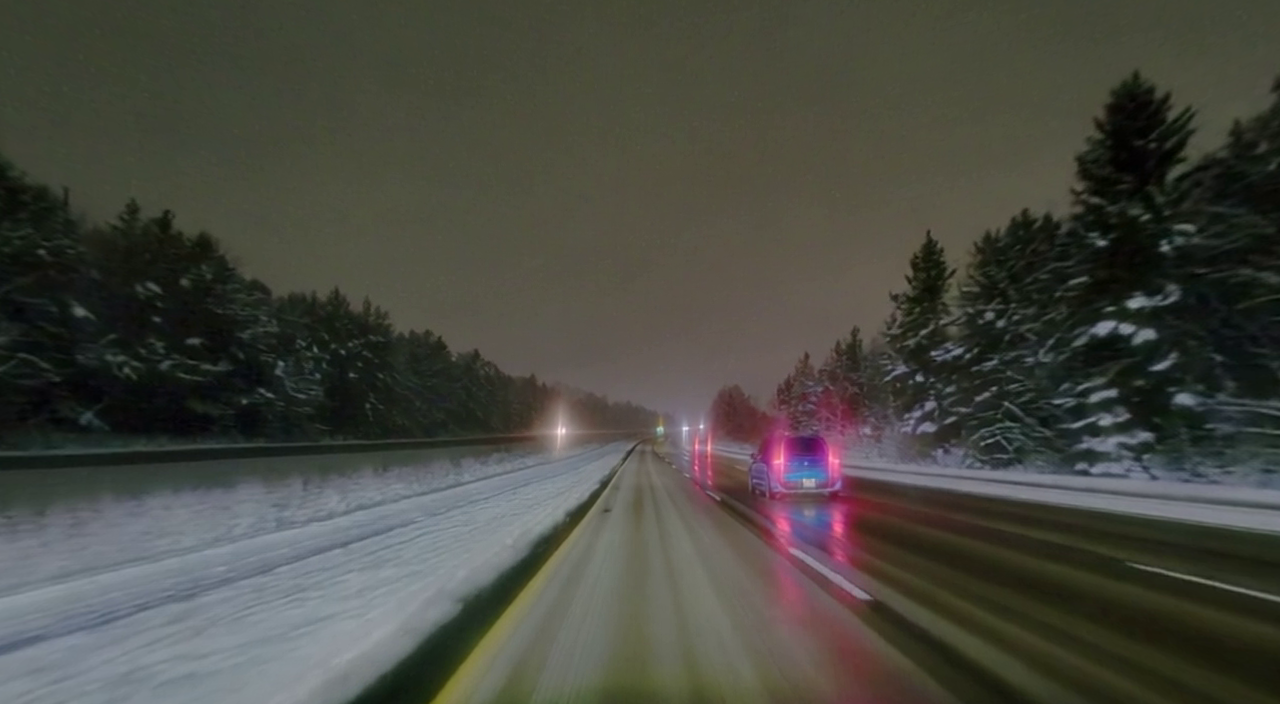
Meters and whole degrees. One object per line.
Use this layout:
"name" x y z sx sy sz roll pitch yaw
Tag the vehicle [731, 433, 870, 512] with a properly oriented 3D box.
"vehicle" 3.517 2.741 14.774 2.050 1.546 4.344 -1 -9 -1
